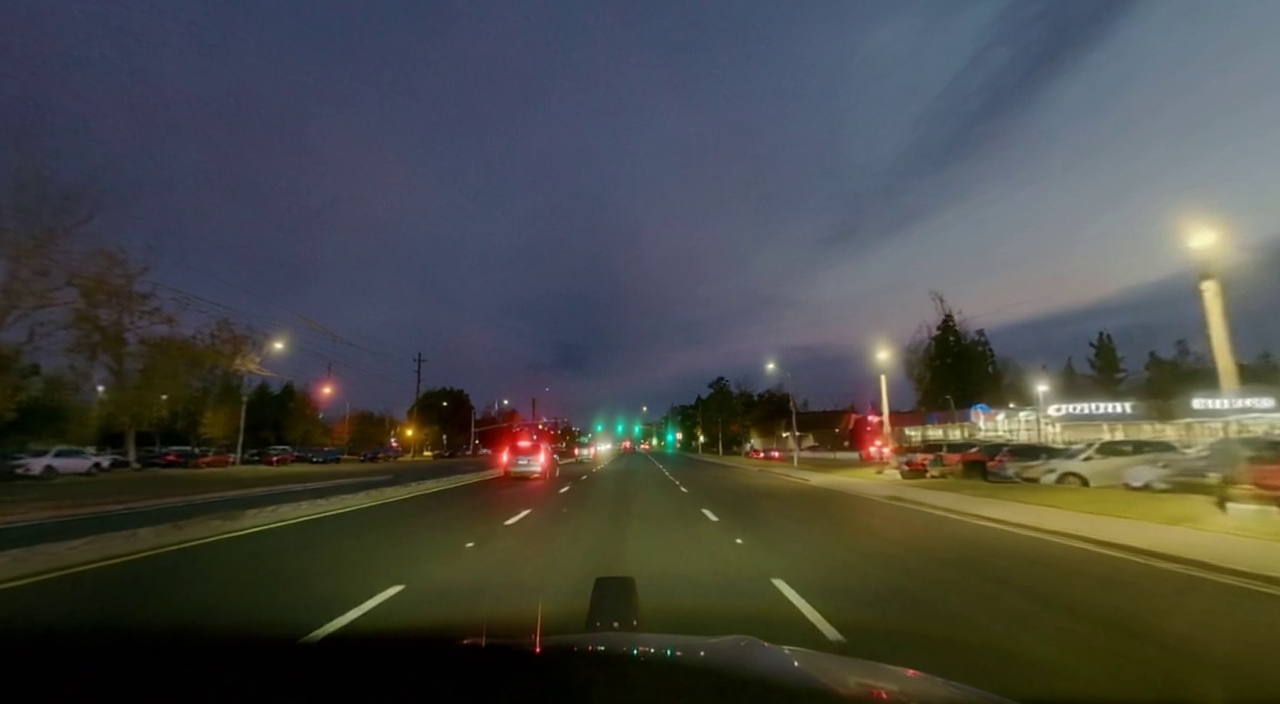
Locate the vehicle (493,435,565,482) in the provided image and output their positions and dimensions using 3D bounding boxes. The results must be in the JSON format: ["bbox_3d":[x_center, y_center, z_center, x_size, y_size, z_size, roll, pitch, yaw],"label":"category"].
[{"bbox_3d":[-4.362,4.257,25.431,2.109,1.672,4.256,0,-8,0],"label":"vehicle"}]

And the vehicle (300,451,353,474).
[{"bbox_3d":[-23.145,8.153,46.658,1.858,1.530,4.044,0,-8,0],"label":"vehicle"}]

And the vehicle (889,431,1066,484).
[{"bbox_3d":[12.689,3.989,23.941,5.500,1.749,2.057,-1,-9,-3],"label":"vehicle"}]

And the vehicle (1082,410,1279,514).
[{"bbox_3d":[12.433,2.240,13.028,5.454,1.829,2.288,3,-9,-15],"label":"vehicle"}]
